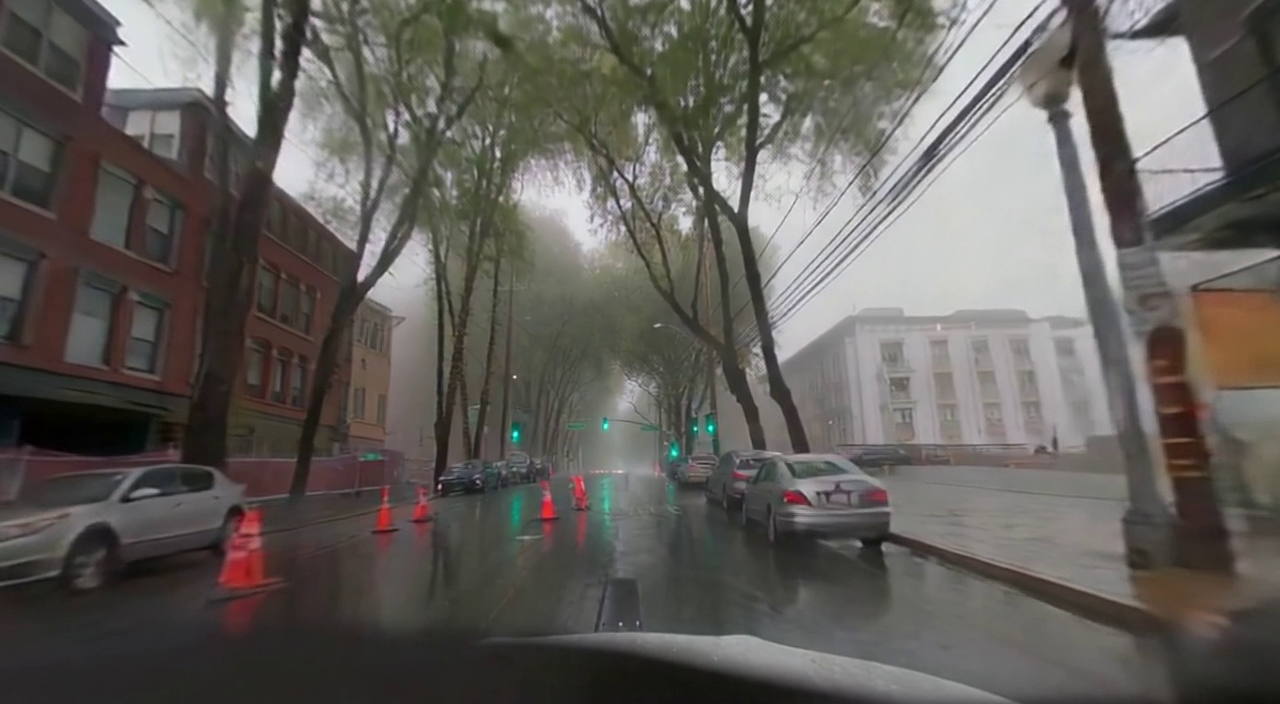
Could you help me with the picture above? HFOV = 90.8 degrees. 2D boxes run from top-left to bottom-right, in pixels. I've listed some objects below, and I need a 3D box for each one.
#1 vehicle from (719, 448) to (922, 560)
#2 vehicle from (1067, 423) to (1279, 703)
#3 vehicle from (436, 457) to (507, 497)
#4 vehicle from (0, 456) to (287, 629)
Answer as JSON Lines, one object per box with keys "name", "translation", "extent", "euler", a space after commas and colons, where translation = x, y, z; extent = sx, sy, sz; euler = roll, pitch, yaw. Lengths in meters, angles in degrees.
{"name": "vehicle", "translation": [2.768, 2.447, 11.063], "extent": [2.010, 1.499, 4.754], "euler": [0, -9, -2]}
{"name": "vehicle", "translation": [3.182, 0.719, 0.490], "extent": [2.077, 1.445, 4.897], "euler": [0, -9, -3]}
{"name": "vehicle", "translation": [-6.908, 5.176, 26.427], "extent": [1.968, 1.450, 4.271], "euler": [0, -9, -3]}
{"name": "vehicle", "translation": [-6.594, 2.129, 8.048], "extent": [1.900, 1.520, 4.320], "euler": [0, -9, -4]}
